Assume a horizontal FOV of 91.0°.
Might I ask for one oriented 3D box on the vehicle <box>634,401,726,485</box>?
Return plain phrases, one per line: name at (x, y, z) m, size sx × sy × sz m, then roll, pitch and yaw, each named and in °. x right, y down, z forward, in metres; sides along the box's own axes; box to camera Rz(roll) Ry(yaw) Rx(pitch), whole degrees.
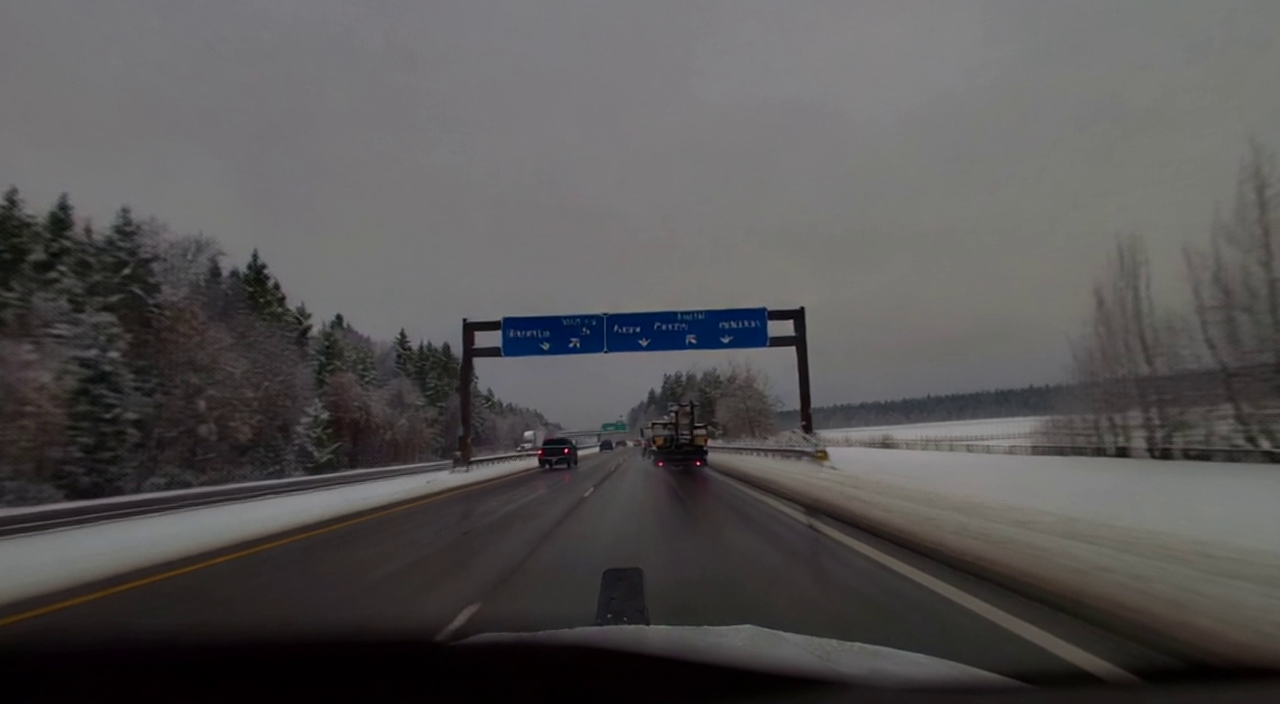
vehicle at (1.130, 3.101, 21.566) m, size 2.677 × 2.439 × 6.402 m, roll 0°, pitch -8°, yaw 0°
